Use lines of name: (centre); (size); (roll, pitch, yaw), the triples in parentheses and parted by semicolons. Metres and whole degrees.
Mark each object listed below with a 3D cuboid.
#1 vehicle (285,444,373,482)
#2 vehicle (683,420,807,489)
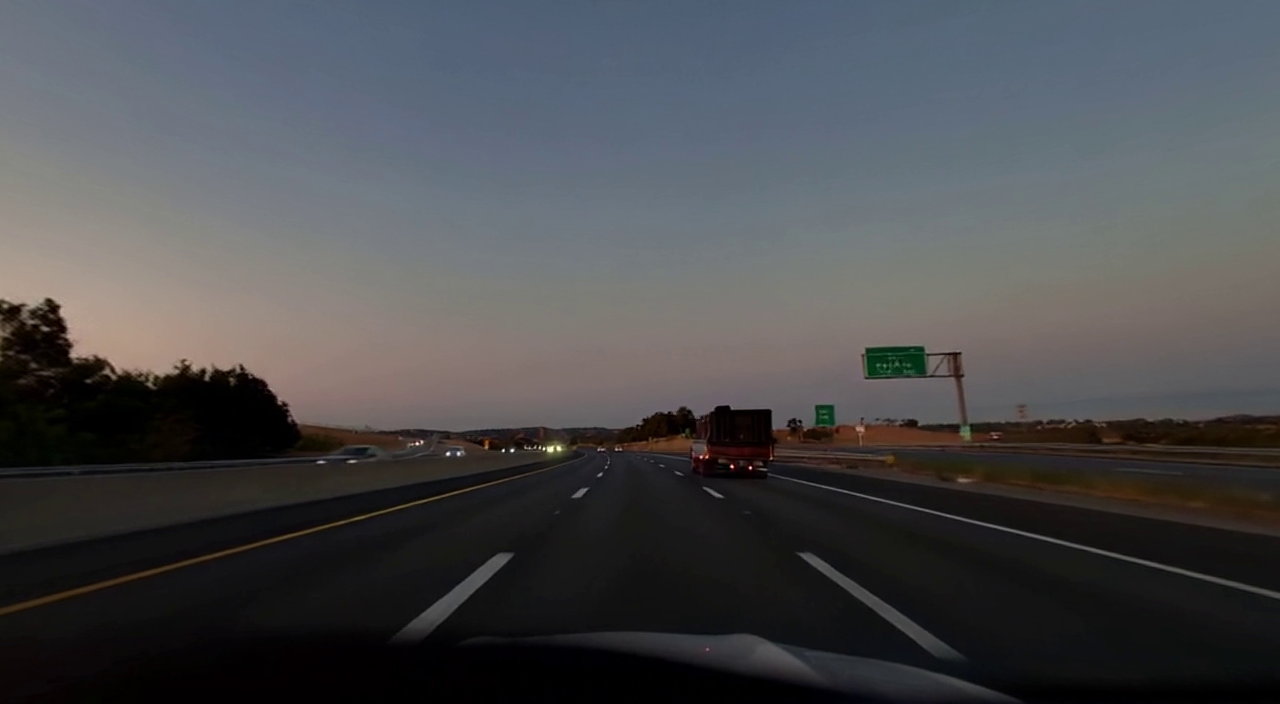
vehicle: (-14.282, 5.089, 29.296); (1.916, 1.576, 4.344); (0, -8, -1)
vehicle: (3.438, 3.686, 23.073); (2.981, 2.053, 7.897); (0, -8, -2)
